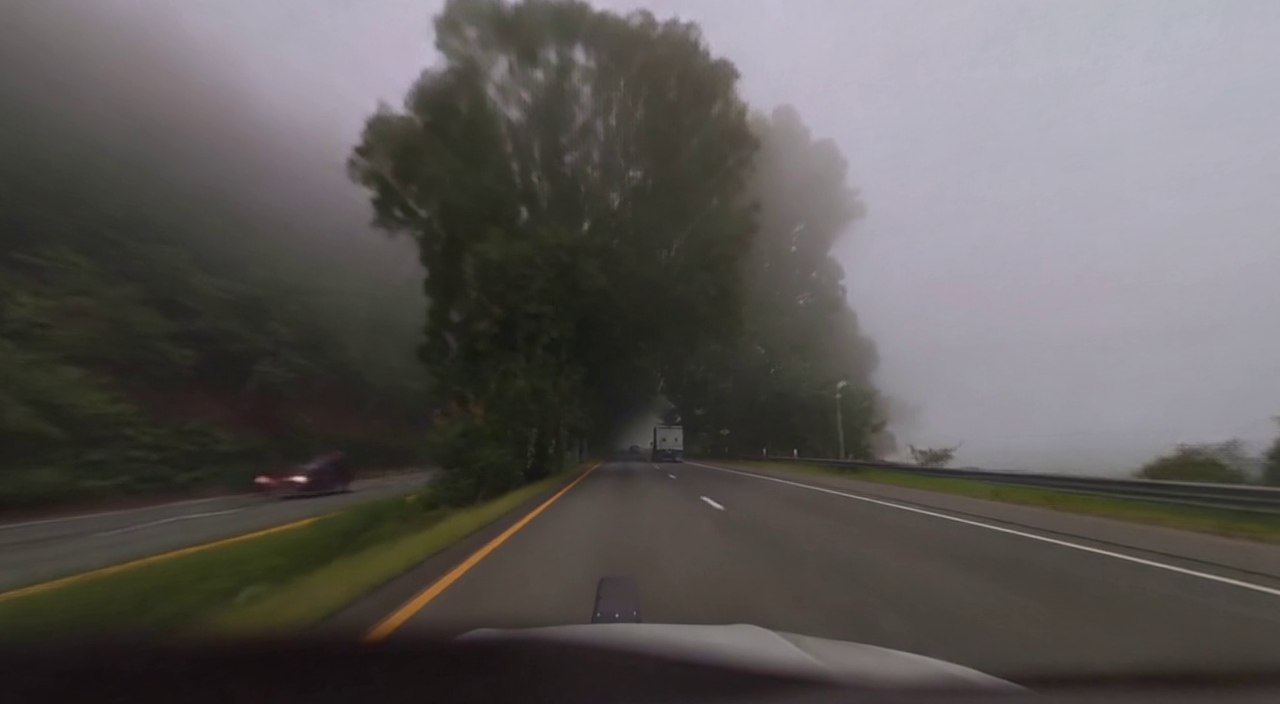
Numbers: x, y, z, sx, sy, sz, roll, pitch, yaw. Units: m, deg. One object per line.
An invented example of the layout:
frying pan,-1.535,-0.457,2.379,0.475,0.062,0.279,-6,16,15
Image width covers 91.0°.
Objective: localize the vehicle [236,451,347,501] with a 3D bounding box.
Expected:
vehicle,-12.897,4.572,23.623,1.989,1.612,3.884,0,-8,-1
